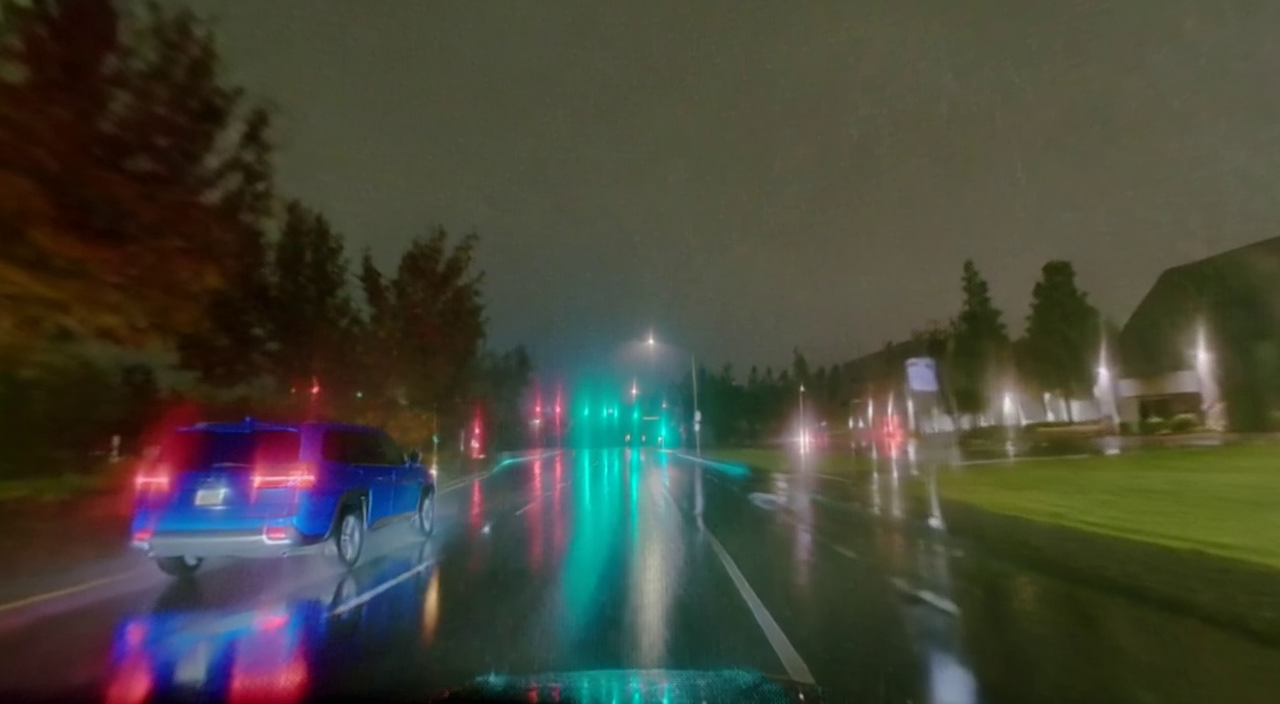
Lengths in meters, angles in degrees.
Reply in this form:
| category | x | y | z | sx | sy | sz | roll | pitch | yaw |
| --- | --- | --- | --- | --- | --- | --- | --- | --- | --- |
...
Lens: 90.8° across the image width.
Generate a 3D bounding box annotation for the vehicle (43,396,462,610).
| category | x | y | z | sx | sy | sz | roll | pitch | yaw |
| --- | --- | --- | --- | --- | --- | --- | --- | --- | --- |
| vehicle | -3.800 | 1.563 | 7.440 | 2.121 | 1.724 | 4.392 | -1 | -8 | 0 |
